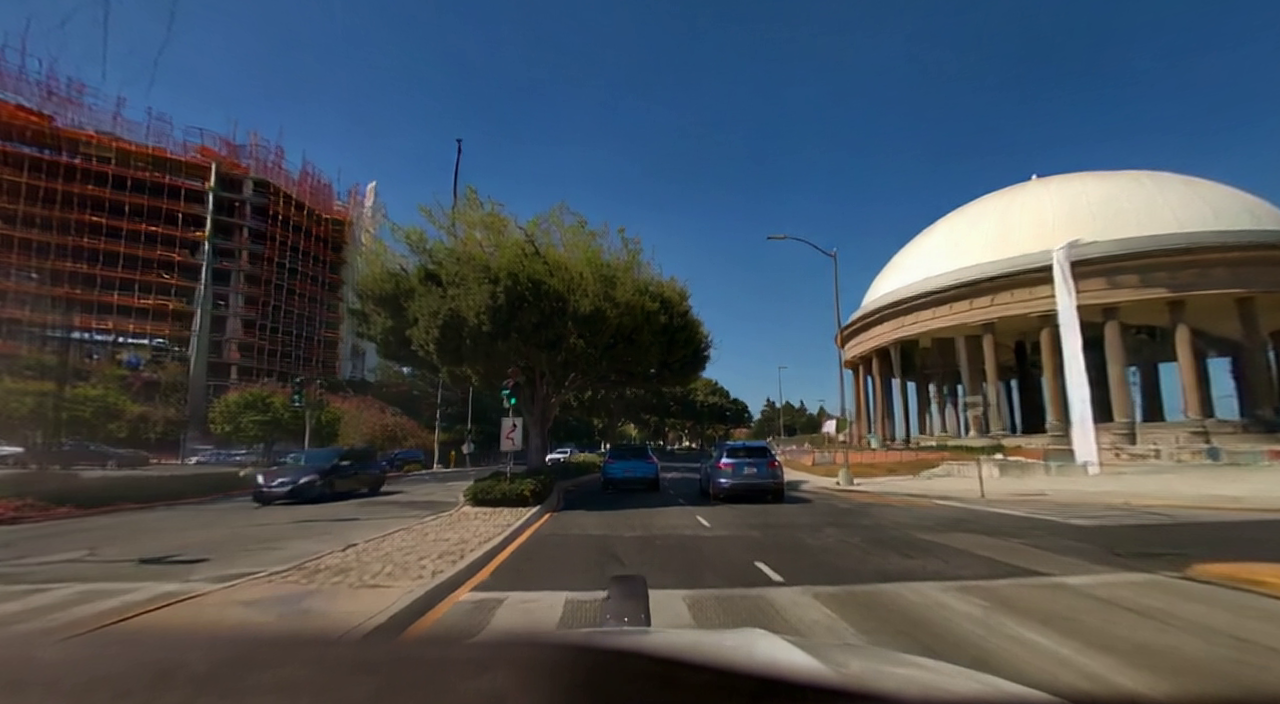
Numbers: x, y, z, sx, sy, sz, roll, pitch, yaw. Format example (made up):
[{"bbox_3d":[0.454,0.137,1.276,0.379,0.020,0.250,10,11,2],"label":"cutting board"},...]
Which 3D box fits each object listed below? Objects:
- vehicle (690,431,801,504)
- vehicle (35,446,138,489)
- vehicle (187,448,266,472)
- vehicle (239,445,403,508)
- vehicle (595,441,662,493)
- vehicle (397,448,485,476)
[{"bbox_3d":[2.792,3.217,18.069,2.320,1.772,4.872,0,-9,0],"label":"vehicle"},{"bbox_3d":[-22.123,4.520,25.136,4.653,1.459,2.228,-6,-10,39],"label":"vehicle"},{"bbox_3d":[-31.899,8.304,48.780,1.951,1.743,4.619,-5,-10,26],"label":"vehicle"},{"bbox_3d":[-8.778,3.443,17.996,2.121,1.513,4.827,0,-9,1],"label":"vehicle"},{"bbox_3d":[-0.378,3.982,22.205,2.132,1.632,3.889,0,-9,0],"label":"vehicle"},{"bbox_3d":[-11.366,6.270,36.146,2.012,1.490,4.351,-9,-12,44],"label":"vehicle"}]
